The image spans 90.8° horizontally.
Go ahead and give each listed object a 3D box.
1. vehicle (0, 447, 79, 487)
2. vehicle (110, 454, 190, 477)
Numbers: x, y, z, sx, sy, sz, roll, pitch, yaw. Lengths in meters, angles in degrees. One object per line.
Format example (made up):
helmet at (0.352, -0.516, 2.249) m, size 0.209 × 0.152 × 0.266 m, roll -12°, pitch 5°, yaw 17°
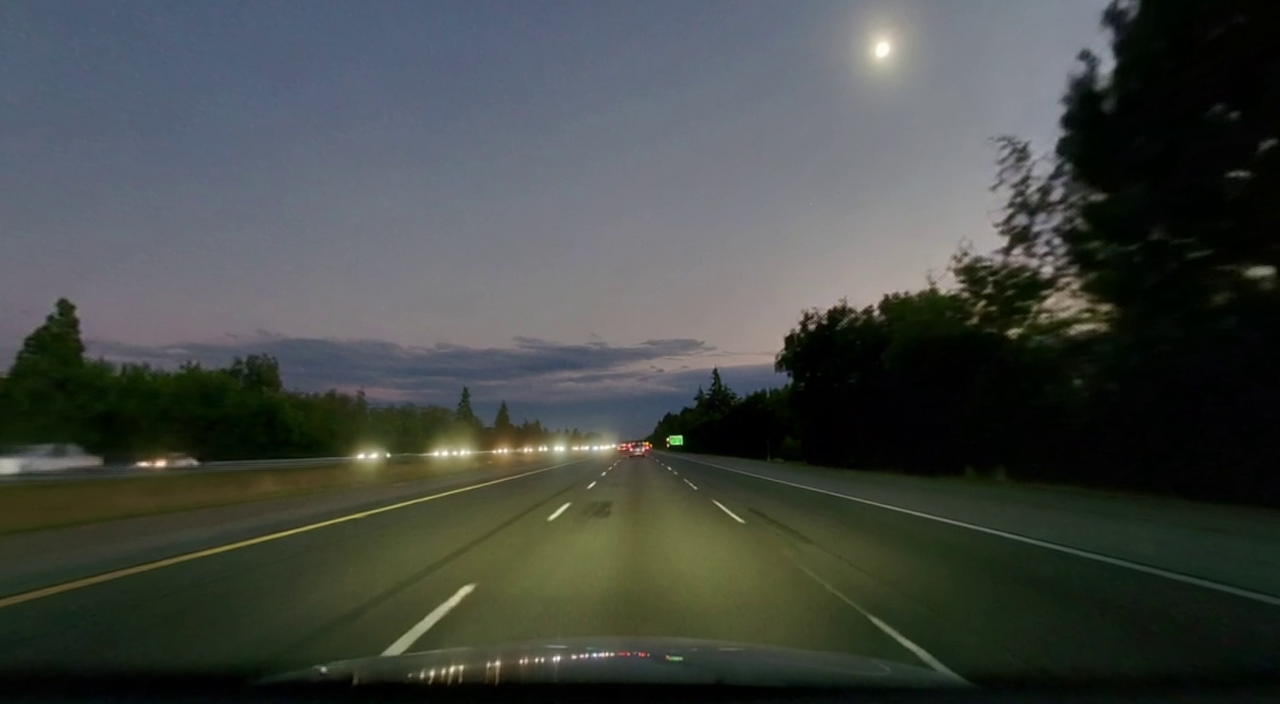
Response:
vehicle at (-28.292, 5.102, 28.210) m, size 1.943 × 1.700 × 4.869 m, roll 0°, pitch -9°, yaw 0°
vehicle at (-32.106, 7.423, 41.535) m, size 1.733 × 1.416 × 4.414 m, roll 0°, pitch -9°, yaw 0°
